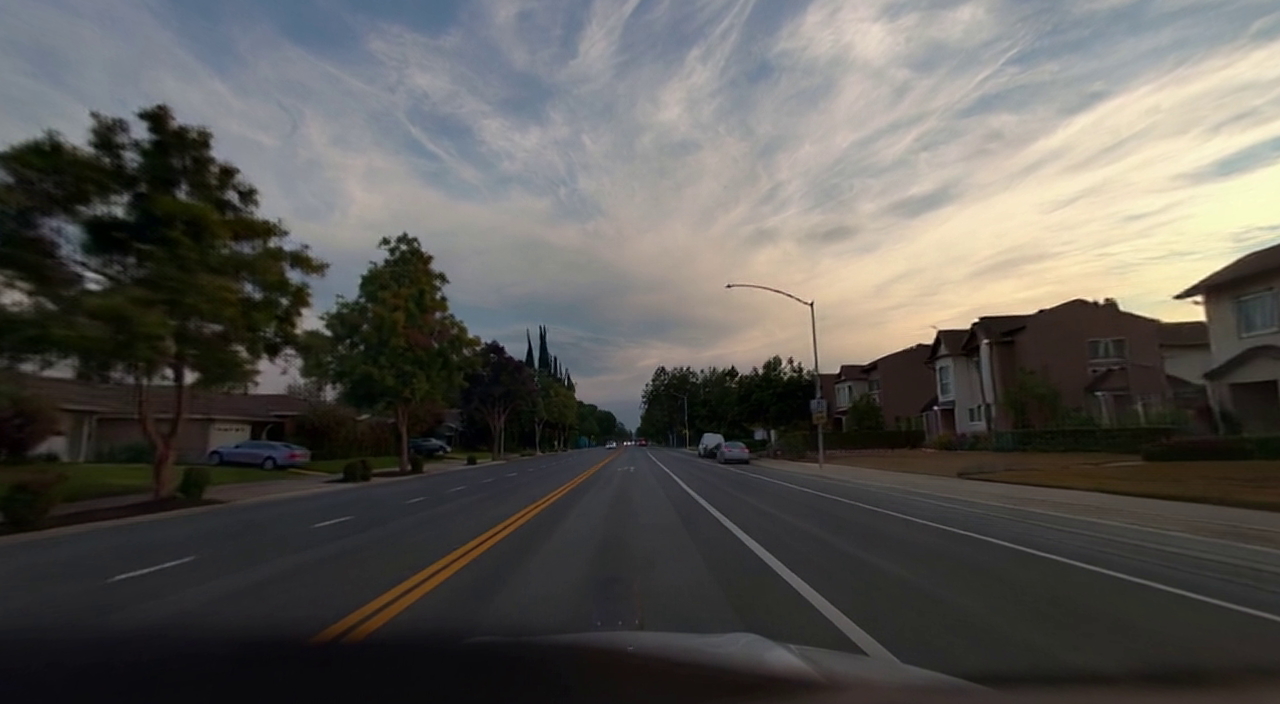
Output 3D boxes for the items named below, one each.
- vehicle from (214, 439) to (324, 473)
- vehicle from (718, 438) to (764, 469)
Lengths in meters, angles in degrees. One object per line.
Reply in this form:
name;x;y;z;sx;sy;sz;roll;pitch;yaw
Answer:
vehicle;-19.660;5.499;33.579;4.497;1.674;2.168;-1;-8;3
vehicle;6.458;6.566;40.976;2.099;1.878;4.476;0;-8;-1
